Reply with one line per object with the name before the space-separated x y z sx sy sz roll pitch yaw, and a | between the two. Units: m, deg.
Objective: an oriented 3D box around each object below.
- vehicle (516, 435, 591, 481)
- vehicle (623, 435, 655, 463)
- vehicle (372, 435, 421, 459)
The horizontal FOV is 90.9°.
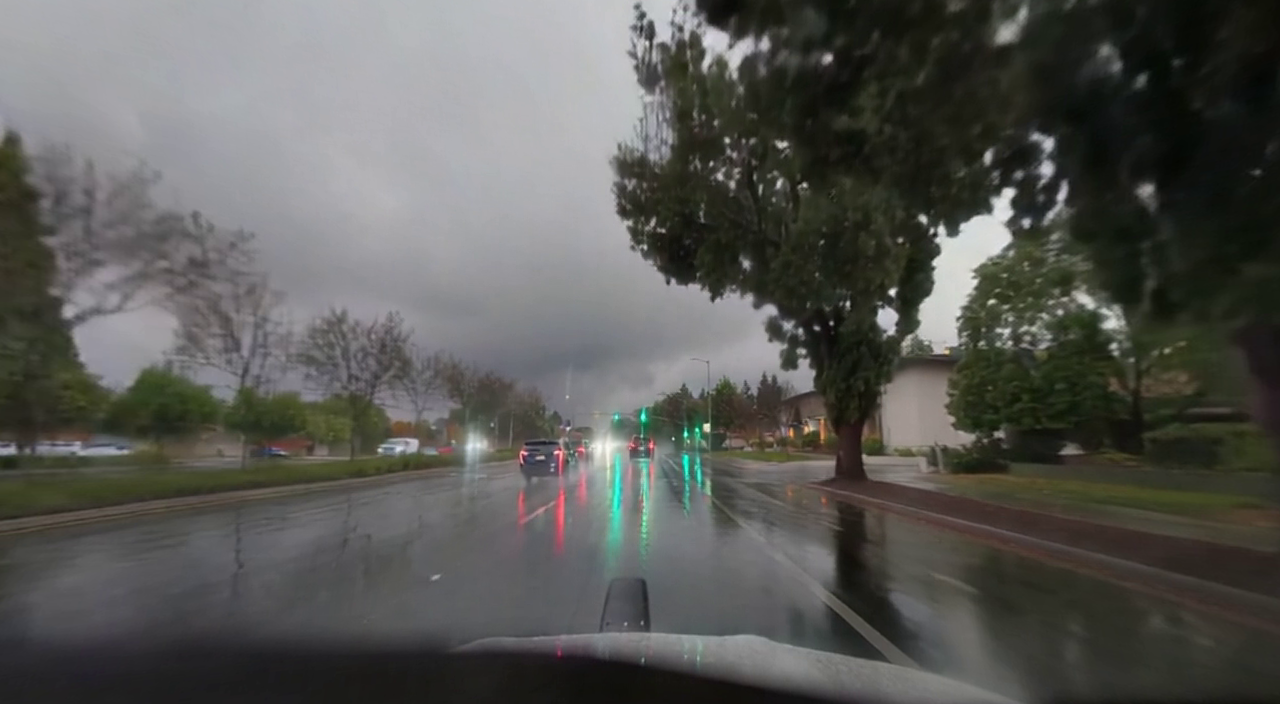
vehicle | -3.001 3.801 22.849 2.015 1.470 4.458 0 -8 1
vehicle | -0.040 6.658 43.347 2.153 1.764 4.047 0 -8 1
vehicle | -17.628 6.910 45.905 2.032 1.689 4.624 0 -8 -4
